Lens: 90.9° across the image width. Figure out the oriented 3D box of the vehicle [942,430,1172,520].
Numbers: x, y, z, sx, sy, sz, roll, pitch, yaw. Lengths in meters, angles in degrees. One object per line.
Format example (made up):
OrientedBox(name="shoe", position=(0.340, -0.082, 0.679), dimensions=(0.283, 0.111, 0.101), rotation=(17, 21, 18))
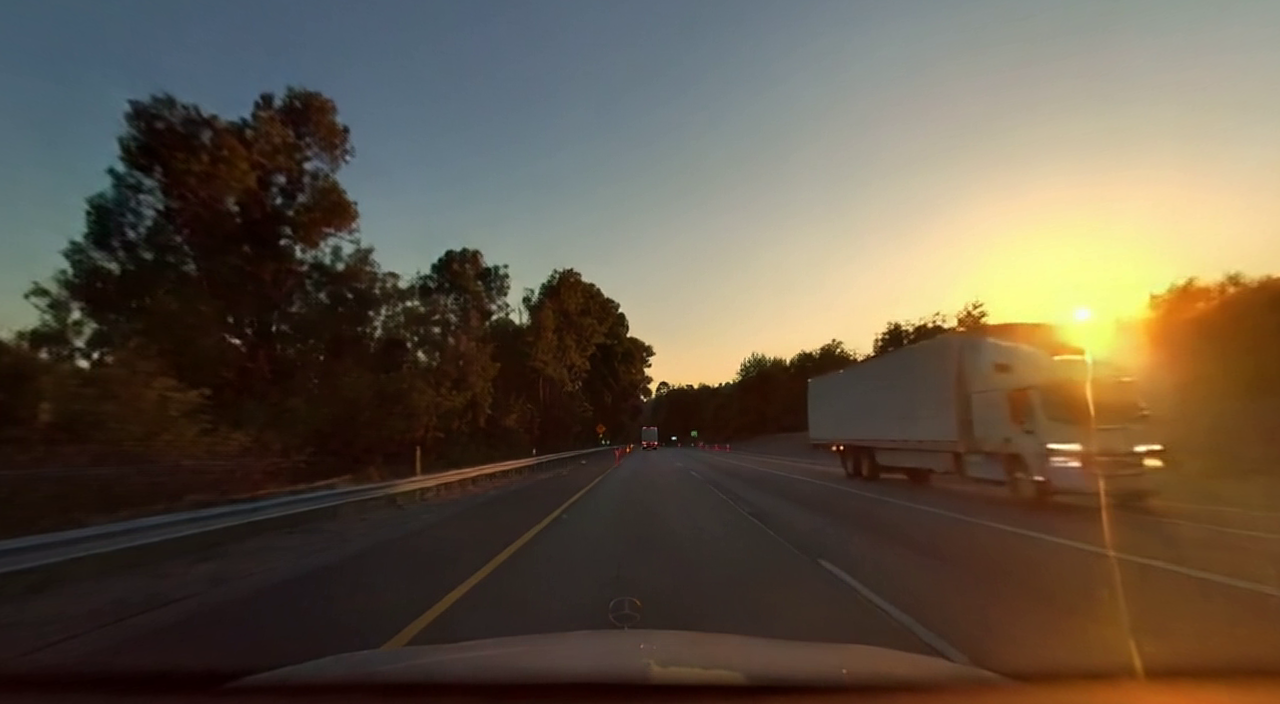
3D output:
OrientedBox(name="vehicle", position=(8.365, 2.474, 13.116), dimensions=(2.611, 1.607, 3.179), rotation=(0, -8, 2))
